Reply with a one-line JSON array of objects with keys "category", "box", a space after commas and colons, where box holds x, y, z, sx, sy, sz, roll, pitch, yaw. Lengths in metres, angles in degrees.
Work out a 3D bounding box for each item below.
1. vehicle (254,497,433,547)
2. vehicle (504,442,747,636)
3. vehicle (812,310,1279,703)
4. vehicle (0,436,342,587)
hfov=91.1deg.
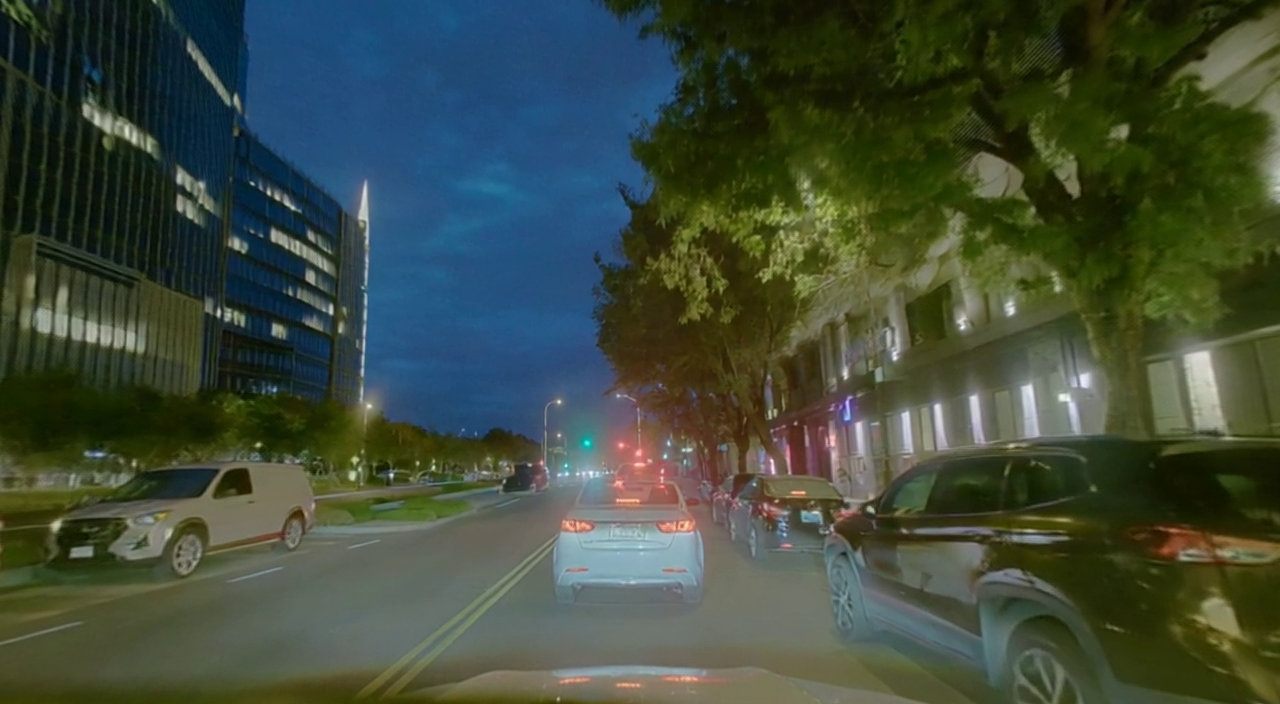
[{"category": "vehicle", "box": [-7.033, 4.142, 15.626, 2.223, 0.774, 4.789, 1, -10, -1]}, {"category": "vehicle", "box": [-0.109, 1.907, 7.163, 2.018, 1.583, 3.646, 1, -10, 0]}, {"category": "vehicle", "box": [2.728, 1.216, 4.246, 1.868, 1.920, 4.501, 1, -10, 0]}, {"category": "vehicle", "box": [-6.807, 2.420, 9.961, 1.994, 1.701, 4.520, -3, -12, -1]}]
